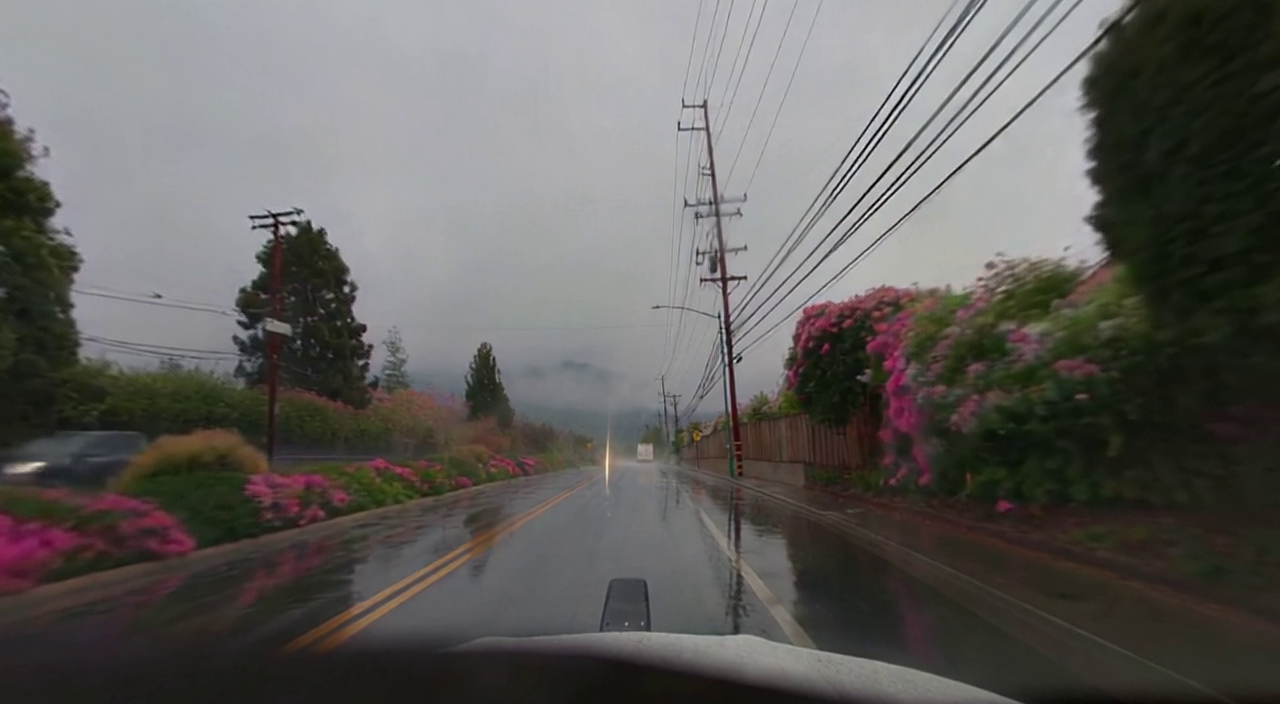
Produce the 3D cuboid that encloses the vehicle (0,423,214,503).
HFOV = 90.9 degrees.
[{"bbox_3d":[-15.115,3.023,17.600,2.266,1.851,5.789,0,-9,2],"label":"vehicle"}]
